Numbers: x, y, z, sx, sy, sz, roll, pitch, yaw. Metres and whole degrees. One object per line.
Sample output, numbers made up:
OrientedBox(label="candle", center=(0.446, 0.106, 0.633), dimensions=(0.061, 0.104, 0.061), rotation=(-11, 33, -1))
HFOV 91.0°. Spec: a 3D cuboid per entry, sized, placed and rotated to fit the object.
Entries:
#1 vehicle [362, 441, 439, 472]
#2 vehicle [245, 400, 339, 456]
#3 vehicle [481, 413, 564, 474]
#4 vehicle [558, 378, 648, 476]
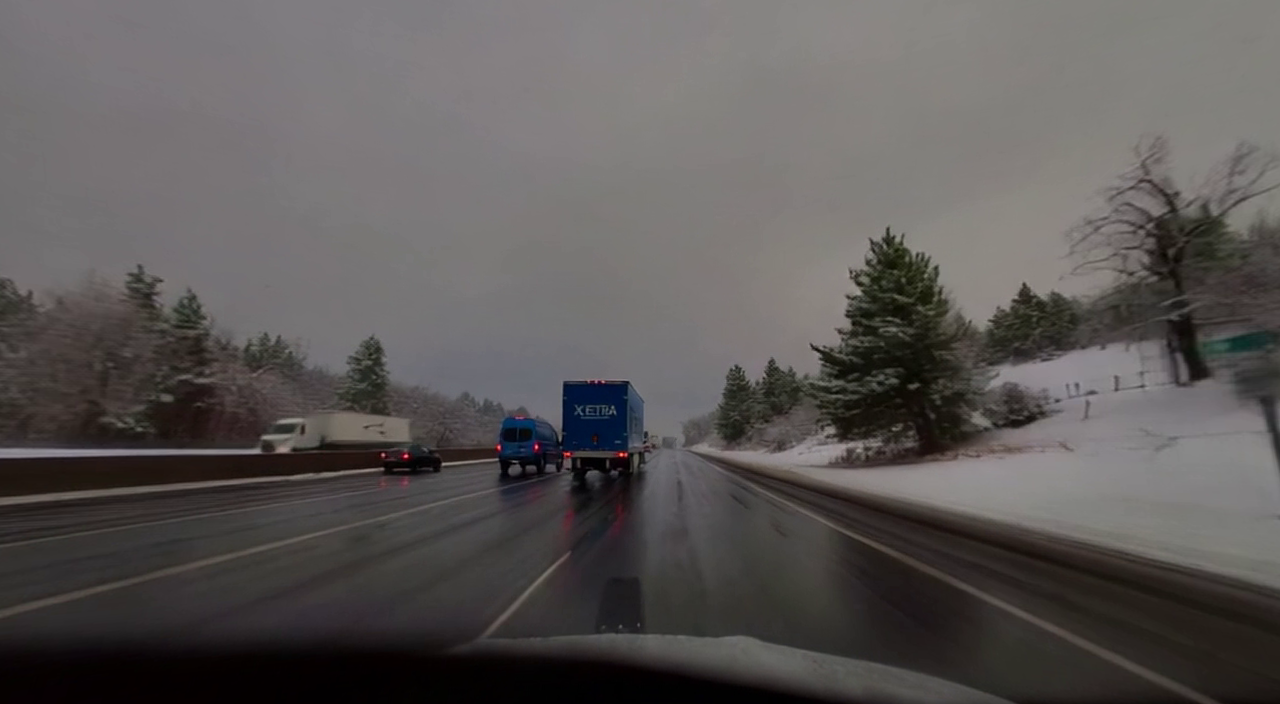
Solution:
OrientedBox(label="vehicle", center=(-12.267, 5.380, 32.619), dimensions=(1.901, 1.487, 4.622), rotation=(0, -8, 4))
OrientedBox(label="vehicle", center=(-25.836, 5.709, 47.131), dimensions=(3.028, 3.824, 6.239), rotation=(0, -8, 3))
OrientedBox(label="vehicle", center=(-5.460, 4.399, 30.277), dimensions=(2.469, 2.615, 5.874), rotation=(0, -8, 3))
OrientedBox(label="vehicle", center=(-1.457, 3.850, 30.878), dimensions=(3.183, 4.011, 9.617), rotation=(0, -9, 4))
